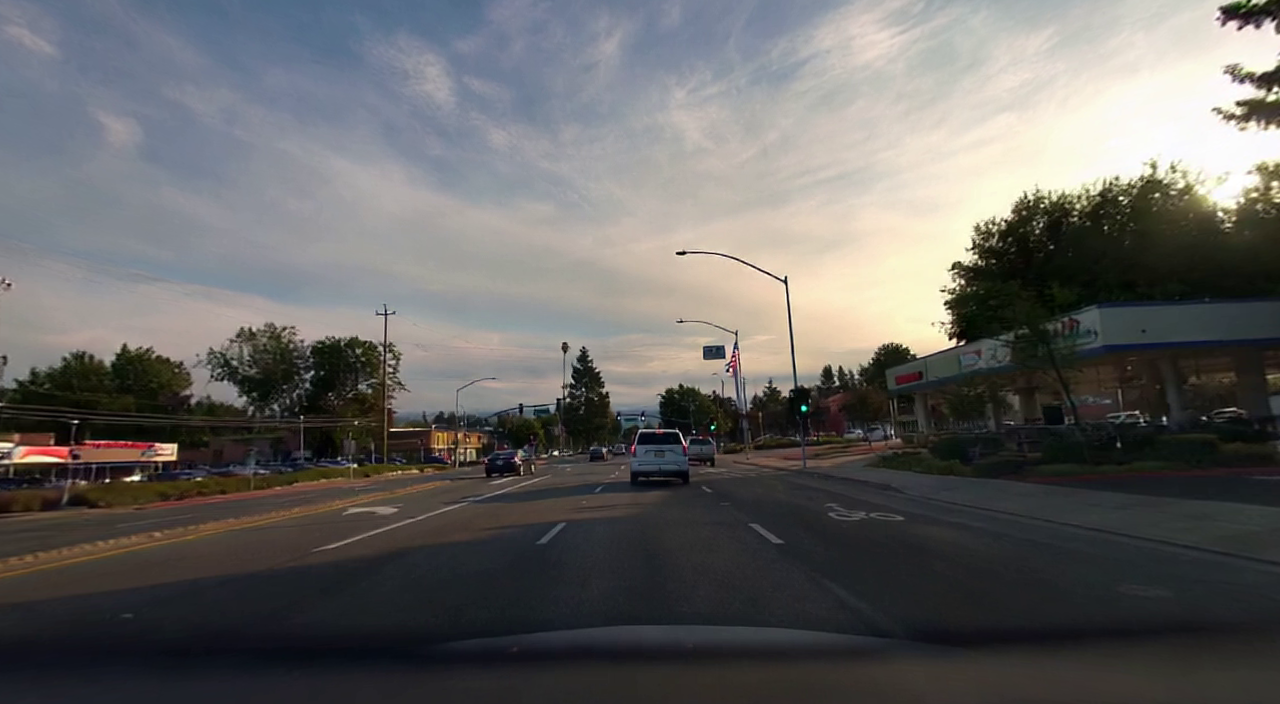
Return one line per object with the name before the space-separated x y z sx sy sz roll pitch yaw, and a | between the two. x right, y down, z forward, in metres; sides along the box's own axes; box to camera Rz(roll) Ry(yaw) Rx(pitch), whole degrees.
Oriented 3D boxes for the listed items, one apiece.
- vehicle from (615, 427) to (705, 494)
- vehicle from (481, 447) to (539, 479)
vehicle | 0.572 3.443 20.391 2.513 1.854 5.235 0 -8 0
vehicle | -6.663 5.711 32.760 1.966 1.461 4.422 0 -8 1
